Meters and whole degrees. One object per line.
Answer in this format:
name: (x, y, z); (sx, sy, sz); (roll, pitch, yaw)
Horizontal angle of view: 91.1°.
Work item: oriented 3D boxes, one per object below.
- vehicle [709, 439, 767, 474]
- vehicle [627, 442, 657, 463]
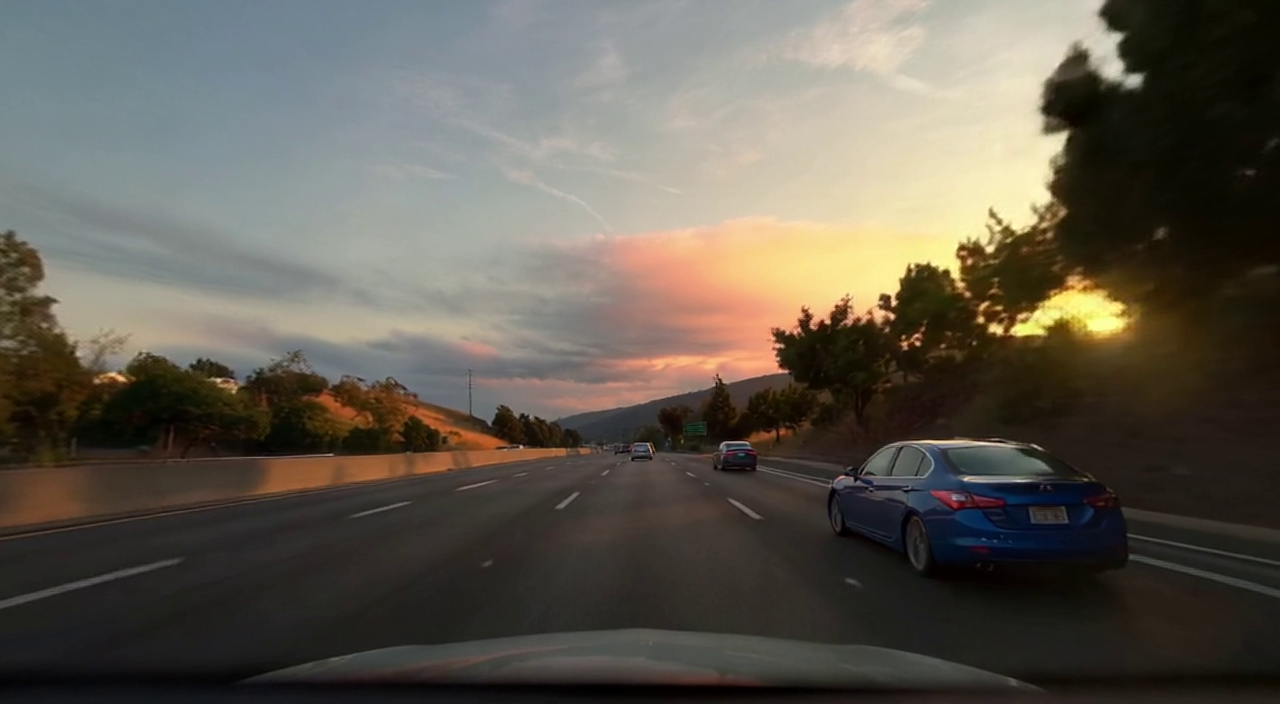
vehicle: (4.583, 4.982, 30.133); (2.008, 1.524, 4.598); (0, -8, 0)
vehicle: (0.123, 7.341, 45.859); (2.052, 1.449, 3.857); (0, -8, 0)
